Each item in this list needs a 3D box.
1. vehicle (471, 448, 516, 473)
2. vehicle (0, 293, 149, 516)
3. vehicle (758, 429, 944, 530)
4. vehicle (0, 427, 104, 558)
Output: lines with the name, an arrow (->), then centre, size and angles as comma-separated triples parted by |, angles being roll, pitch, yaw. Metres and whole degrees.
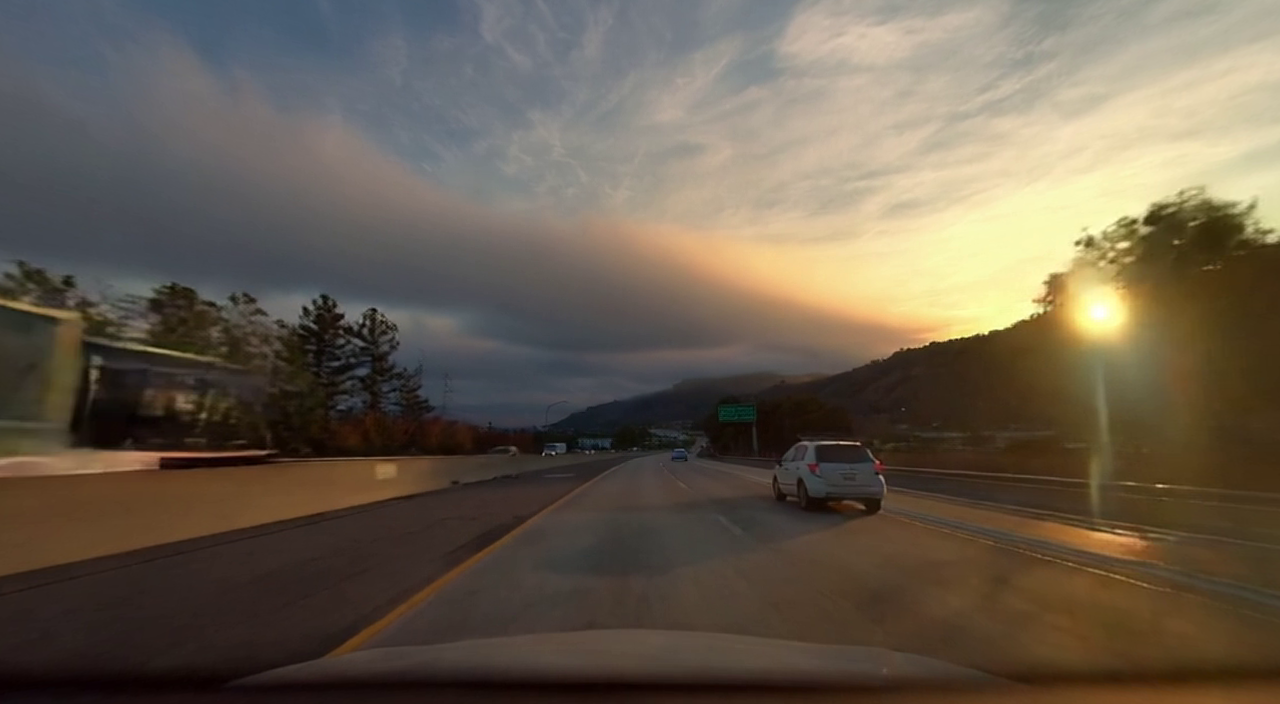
vehicle -> -9.437, 7.010, 40.608 | 1.897, 1.540, 4.049 | -1, -9, 0
vehicle -> -13.366, 0.194, 6.600 | 3.099, 4.089, 16.683 | 0, -9, -1
vehicle -> 3.979, 2.501, 12.900 | 2.089, 1.660, 4.729 | 0, -9, -1
vehicle -> -9.073, 1.672, 7.219 | 2.023, 1.628, 4.241 | 0, -9, -1
